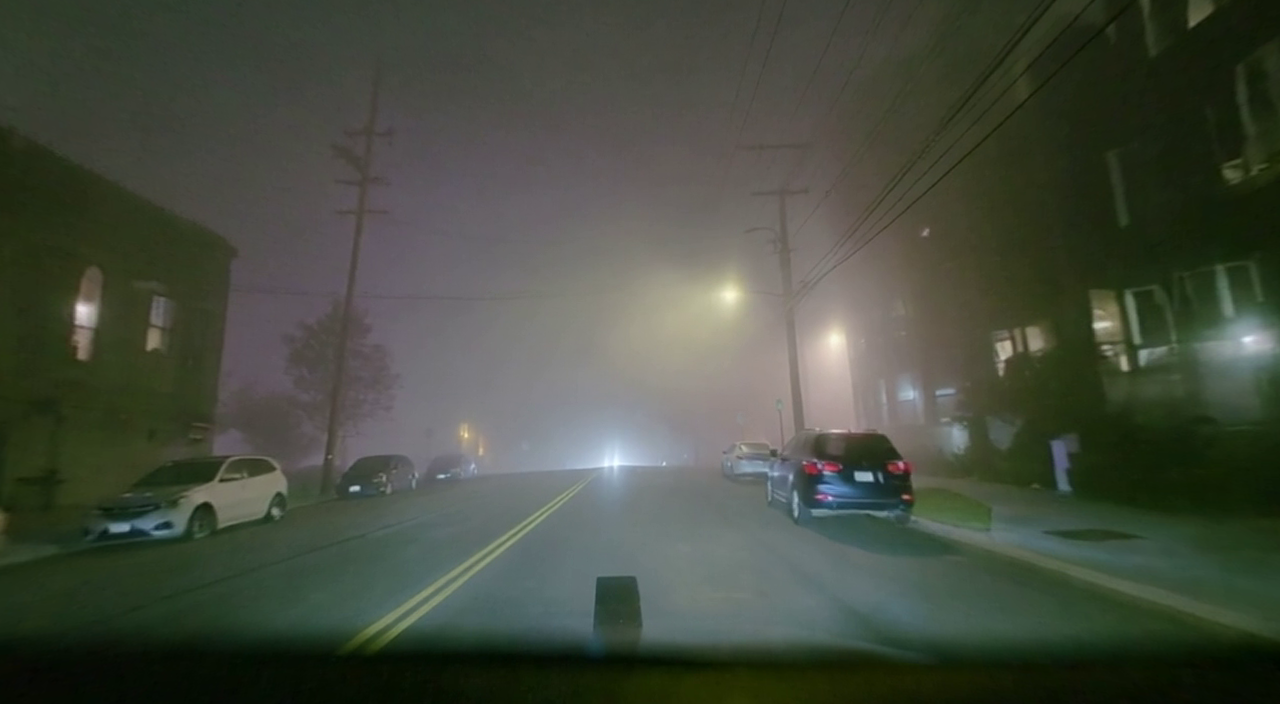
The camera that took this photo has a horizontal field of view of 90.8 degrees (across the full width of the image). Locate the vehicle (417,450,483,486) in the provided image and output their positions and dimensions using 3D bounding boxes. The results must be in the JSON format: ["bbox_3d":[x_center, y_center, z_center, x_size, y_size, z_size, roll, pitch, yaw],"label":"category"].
[{"bbox_3d":[-9.333,5.706,31.395,2.000,1.495,4.687,-3,-8,-3],"label":"vehicle"}]

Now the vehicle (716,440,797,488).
[{"bbox_3d":[3.880,3.814,21.930,1.946,1.468,4.721,0,-8,1],"label":"vehicle"}]

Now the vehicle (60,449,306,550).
[{"bbox_3d":[-9.274,3.007,13.432,2.051,1.657,4.322,-3,-10,-1],"label":"vehicle"}]

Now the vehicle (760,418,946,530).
[{"bbox_3d":[3.766,2.248,12.152,2.155,1.747,4.311,0,-8,2],"label":"vehicle"}]

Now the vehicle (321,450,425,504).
[{"bbox_3d":[-9.335,4.371,22.466,1.884,1.526,4.061,-5,-8,1],"label":"vehicle"}]
